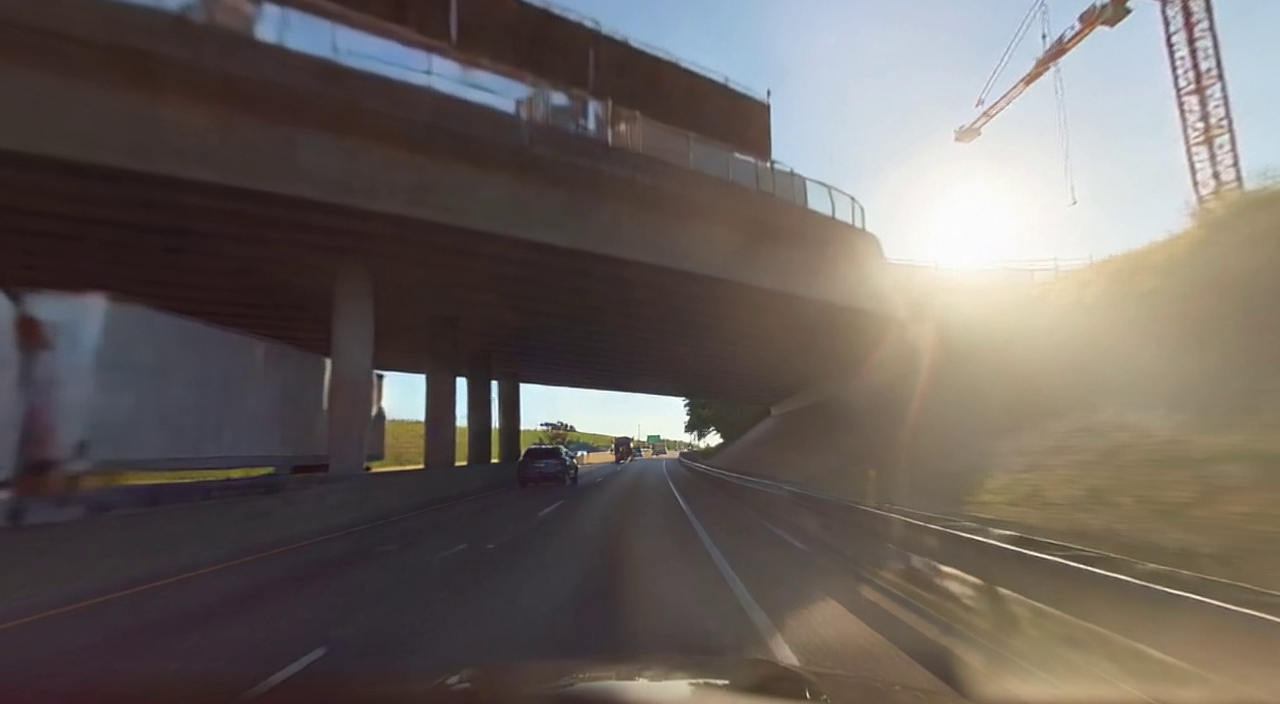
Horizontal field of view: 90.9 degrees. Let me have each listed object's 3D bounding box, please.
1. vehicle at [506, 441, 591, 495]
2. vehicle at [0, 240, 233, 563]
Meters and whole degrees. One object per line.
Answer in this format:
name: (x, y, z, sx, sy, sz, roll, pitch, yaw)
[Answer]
vehicle: (-2.989, 3.905, 21.534, 2.194, 1.648, 3.984, 0, -9, 2)
vehicle: (-9.657, 0.809, 9.071, 3.436, 3.972, 5.728, 0, -9, 2)
